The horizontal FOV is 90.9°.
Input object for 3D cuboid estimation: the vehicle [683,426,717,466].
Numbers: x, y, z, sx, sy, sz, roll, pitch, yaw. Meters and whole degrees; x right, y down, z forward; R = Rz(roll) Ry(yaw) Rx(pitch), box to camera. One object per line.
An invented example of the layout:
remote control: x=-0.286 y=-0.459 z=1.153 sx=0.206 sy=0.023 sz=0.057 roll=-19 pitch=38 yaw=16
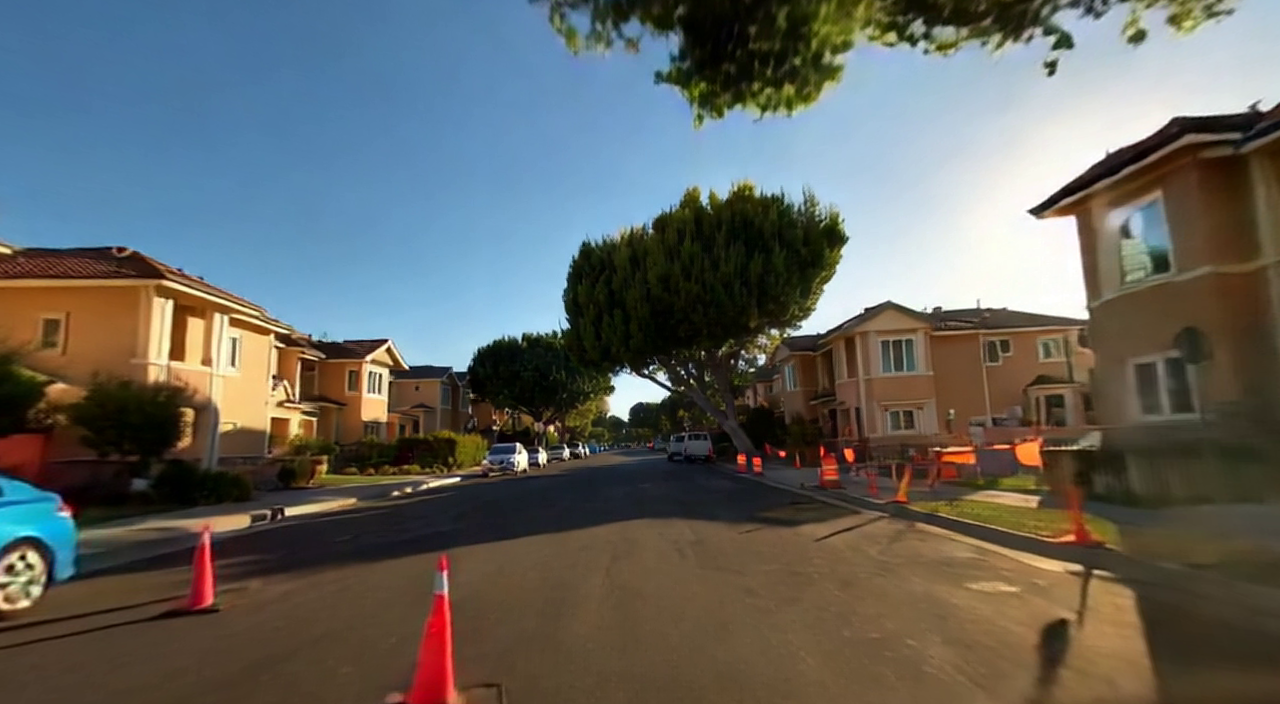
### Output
vehicle: x=4.012 y=6.318 z=42.434 sx=2.082 sy=2.534 sz=3.248 roll=-1 pitch=-8 yaw=3

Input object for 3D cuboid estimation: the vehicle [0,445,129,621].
vehicle: x=-6.552 y=1.400 z=4.382 sx=2.137 sy=1.481 sz=4.503 roll=0 pitch=-8 yaw=1

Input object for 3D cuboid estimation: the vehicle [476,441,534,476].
vehicle: x=-6.673 y=5.311 z=31.609 sx=1.957 sy=1.608 sz=4.476 roll=0 pitch=-8 yaw=-1
